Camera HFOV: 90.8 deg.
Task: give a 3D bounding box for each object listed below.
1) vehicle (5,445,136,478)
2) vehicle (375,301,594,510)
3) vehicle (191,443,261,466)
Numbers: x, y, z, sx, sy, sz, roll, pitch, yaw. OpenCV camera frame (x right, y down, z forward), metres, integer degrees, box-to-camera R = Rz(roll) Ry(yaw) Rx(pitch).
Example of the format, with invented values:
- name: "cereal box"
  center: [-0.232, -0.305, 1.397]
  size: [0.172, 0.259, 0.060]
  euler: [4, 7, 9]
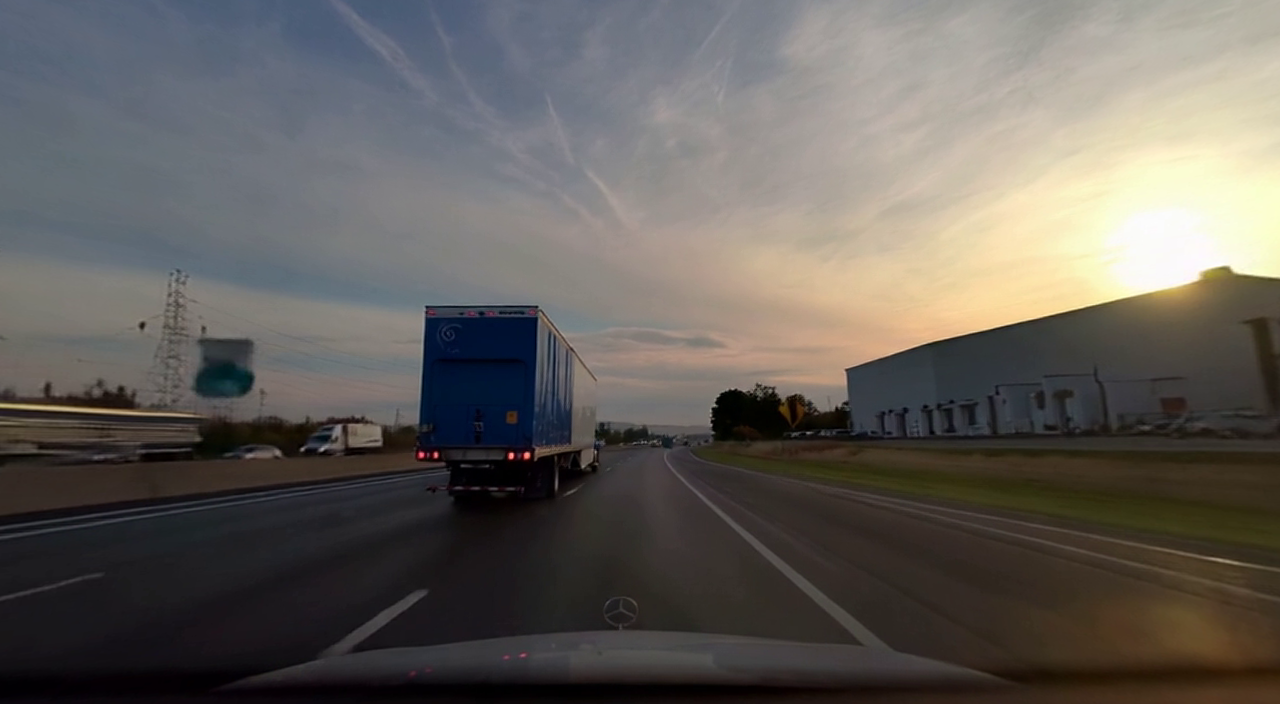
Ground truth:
- name: "vehicle"
  center: [-27.661, 5.302, 30.950]
  size: [1.911, 1.505, 4.787]
  euler: [0, -8, 1]
- name: "vehicle"
  center: [-3.620, 2.191, 20.569]
  size: [2.939, 4.132, 16.303]
  euler: [0, -8, 0]
- name: "vehicle"
  center: [-31.465, 7.784, 48.161]
  size: [1.950, 1.673, 4.792]
  euler: [0, -8, 1]
